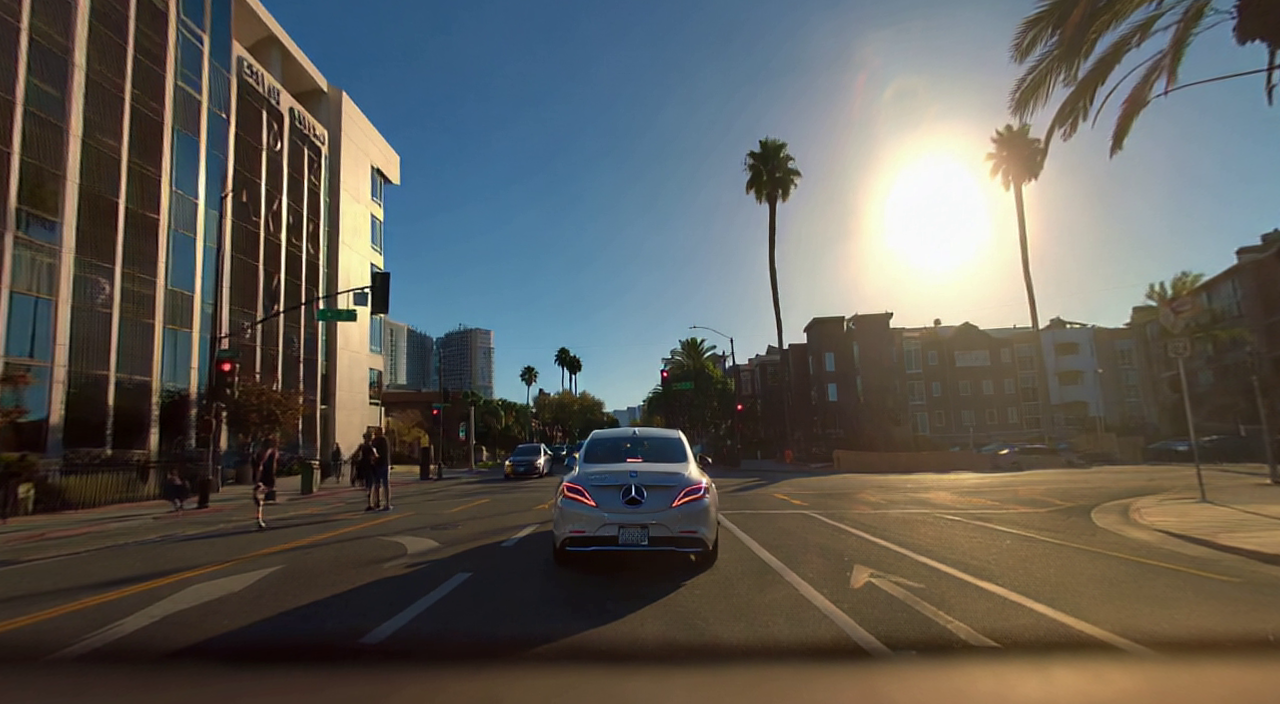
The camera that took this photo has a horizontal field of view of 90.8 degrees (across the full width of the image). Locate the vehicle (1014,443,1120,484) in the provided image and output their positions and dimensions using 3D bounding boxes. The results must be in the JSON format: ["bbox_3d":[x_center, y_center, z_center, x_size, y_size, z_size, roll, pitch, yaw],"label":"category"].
[{"bbox_3d":[18.289,4.718,27.050,4.118,1.593,2.004,4,-10,-29],"label":"vehicle"}]

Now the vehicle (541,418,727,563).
[{"bbox_3d":[-0.079,1.877,9.238,2.144,1.643,3.770,0,-8,0],"label":"vehicle"}]

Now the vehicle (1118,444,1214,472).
[{"bbox_3d":[32.231,6.475,38.778,4.234,1.613,1.812,0,-8,-1],"label":"vehicle"}]

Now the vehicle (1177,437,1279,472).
[{"bbox_3d":[32.315,5.500,34.054,4.649,1.760,2.029,-1,-8,3],"label":"vehicle"}]
